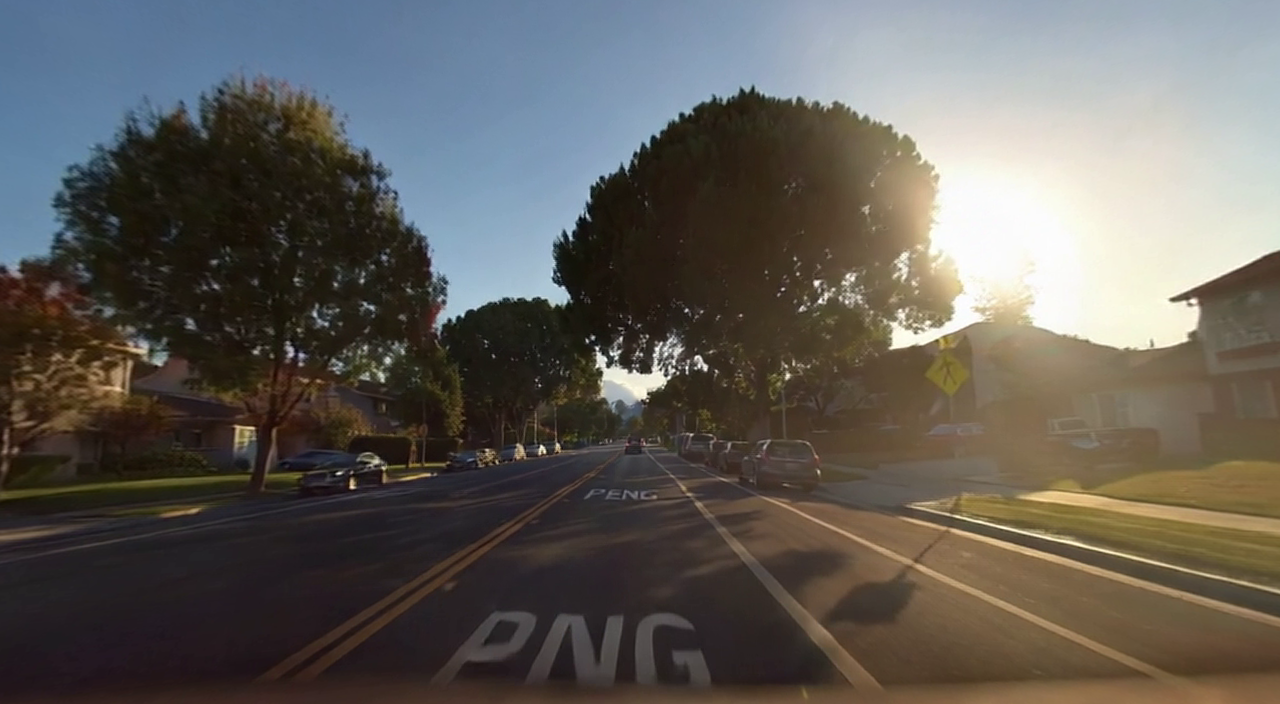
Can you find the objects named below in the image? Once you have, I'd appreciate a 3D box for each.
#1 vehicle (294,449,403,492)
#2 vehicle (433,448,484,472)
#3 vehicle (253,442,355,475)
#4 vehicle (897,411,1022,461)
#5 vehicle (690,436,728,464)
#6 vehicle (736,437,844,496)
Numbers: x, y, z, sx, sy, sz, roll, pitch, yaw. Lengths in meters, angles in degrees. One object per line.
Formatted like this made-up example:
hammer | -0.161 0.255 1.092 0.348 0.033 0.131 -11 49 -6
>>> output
vehicle | -11.472 4.670 25.287 2.079 1.509 4.591 0 -9 1
vehicle | -11.603 6.923 40.731 1.867 1.452 4.331 0 -8 2
vehicle | -17.815 5.638 33.598 4.310 1.705 1.905 0 -9 3
vehicle | 13.288 3.529 26.483 4.180 1.707 2.083 4 -9 1
vehicle | 4.503 6.472 41.947 1.993 1.743 4.525 0 -9 -1
vehicle | 4.363 3.414 19.256 1.920 1.541 4.709 1 -9 -3
